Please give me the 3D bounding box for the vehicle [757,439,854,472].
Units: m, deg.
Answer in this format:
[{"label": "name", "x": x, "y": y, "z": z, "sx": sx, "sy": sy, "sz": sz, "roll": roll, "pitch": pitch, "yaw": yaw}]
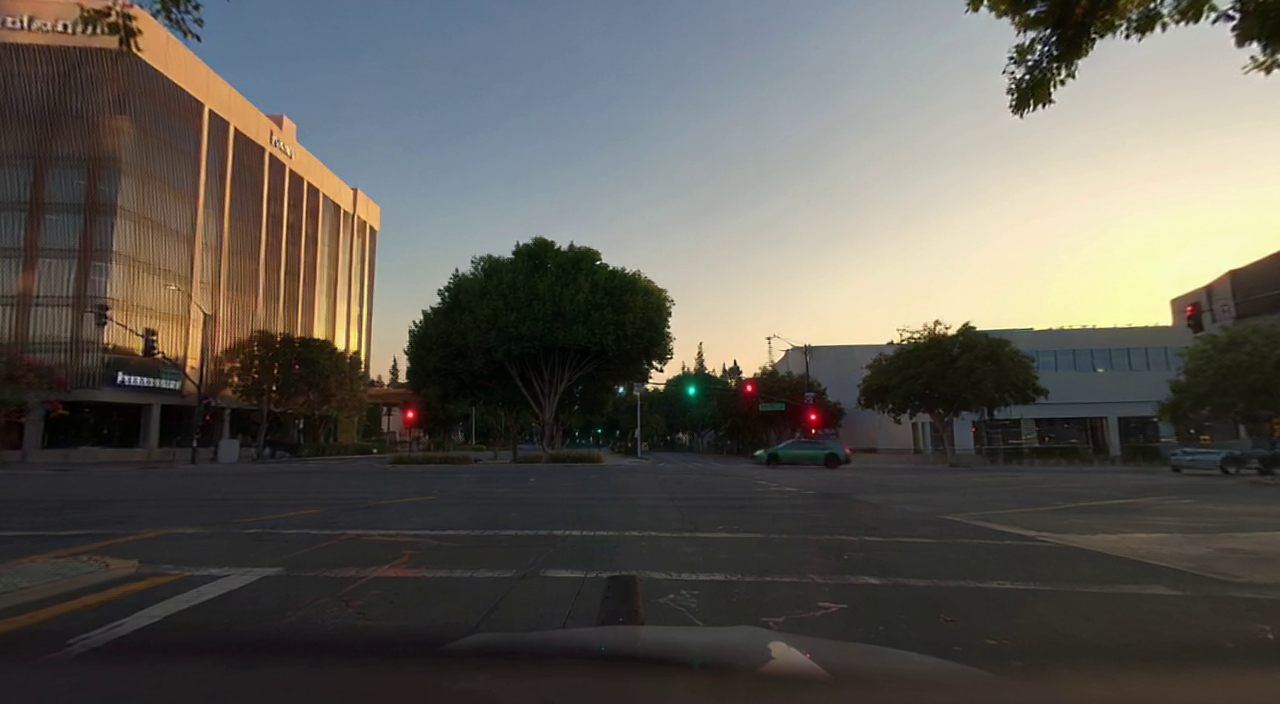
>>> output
[{"label": "vehicle", "x": 8.937, "y": 5.582, "z": 34.306, "sx": 4.639, "sy": 1.699, "sz": 2.030, "roll": 0, "pitch": -9, "yaw": -4}]
